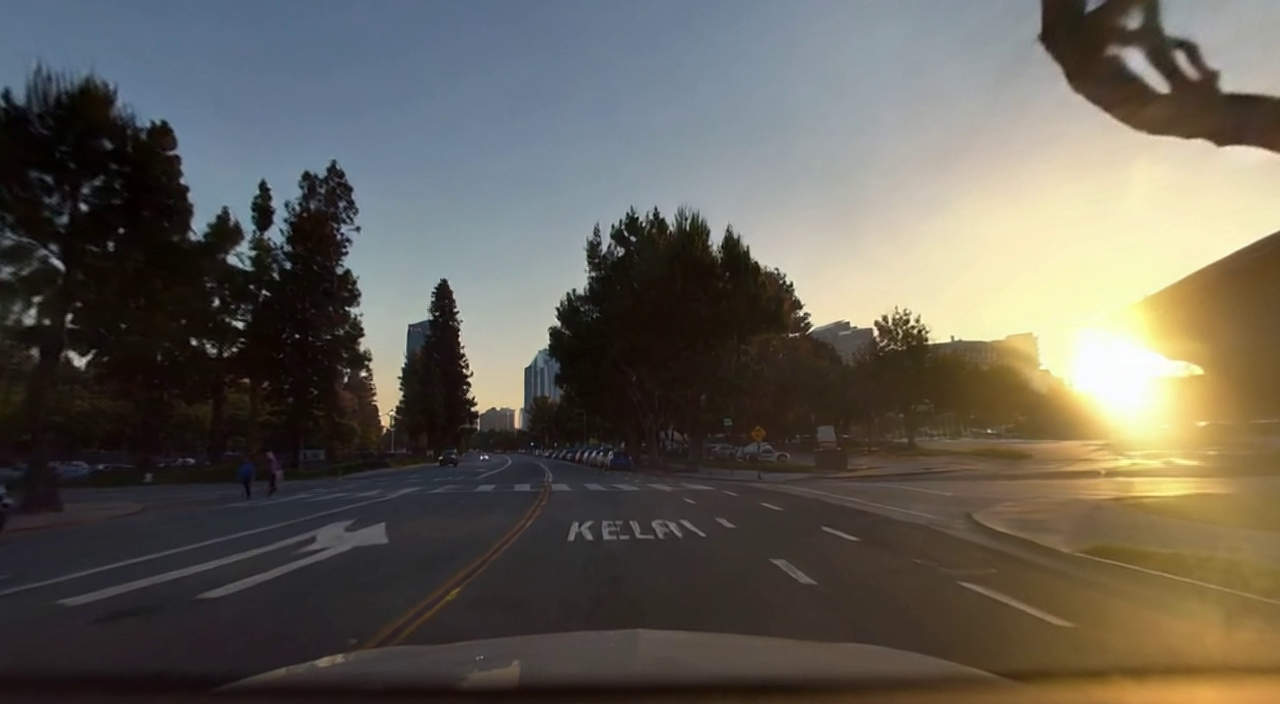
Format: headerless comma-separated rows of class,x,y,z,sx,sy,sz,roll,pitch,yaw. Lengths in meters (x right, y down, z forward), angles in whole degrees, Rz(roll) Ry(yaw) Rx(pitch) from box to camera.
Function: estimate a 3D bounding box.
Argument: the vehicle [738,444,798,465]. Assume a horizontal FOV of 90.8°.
vehicle,9.922,7.959,49.264,4.201,1.546,1.749,1,-9,-7
